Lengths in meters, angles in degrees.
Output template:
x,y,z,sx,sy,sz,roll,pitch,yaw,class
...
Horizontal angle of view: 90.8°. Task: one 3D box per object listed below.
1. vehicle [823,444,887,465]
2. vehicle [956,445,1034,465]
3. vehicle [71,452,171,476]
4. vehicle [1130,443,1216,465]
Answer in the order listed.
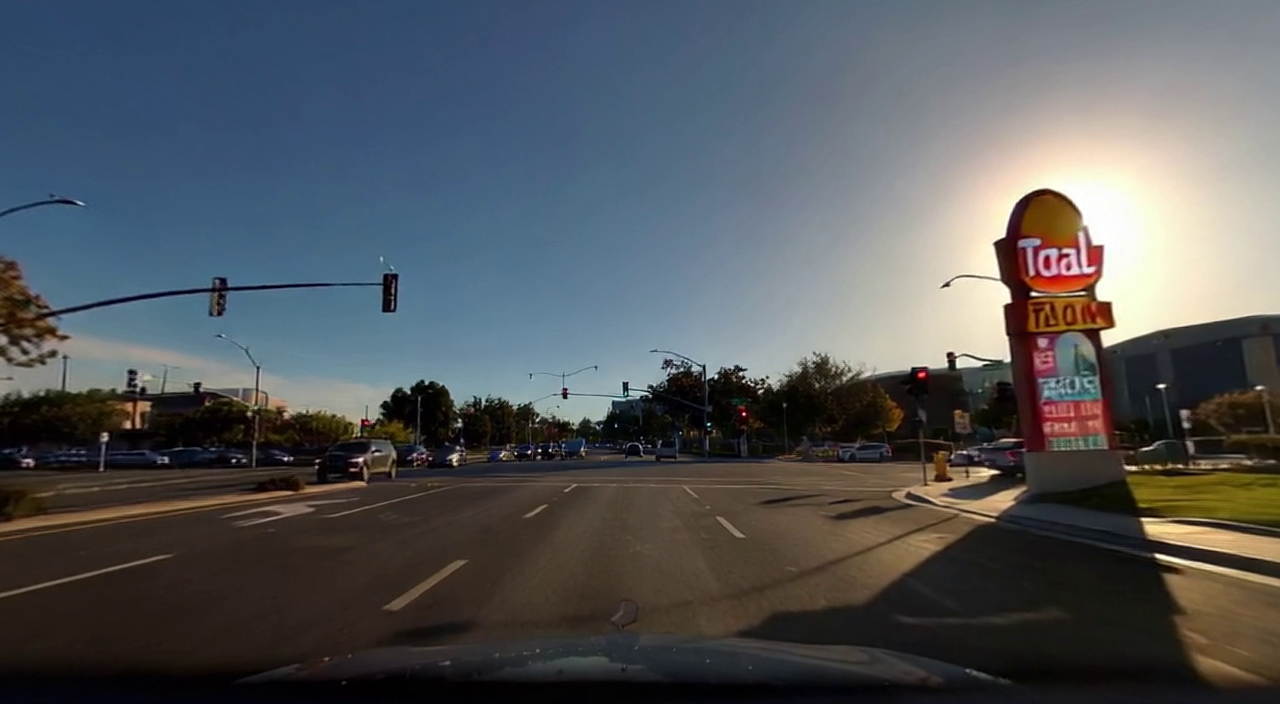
x,y,z,sx,sy,sz,roll,pitch,yaw,class
16.439,7.838,48.393,4.301,1.533,1.848,-1,-9,8,vehicle
26.534,7.696,47.371,4.634,1.468,1.981,0,-9,0,vehicle
-33.354,7.223,40.695,4.758,1.462,1.932,0,-9,2,vehicle
39.875,7.612,47.339,4.600,1.609,2.008,0,-9,0,vehicle
